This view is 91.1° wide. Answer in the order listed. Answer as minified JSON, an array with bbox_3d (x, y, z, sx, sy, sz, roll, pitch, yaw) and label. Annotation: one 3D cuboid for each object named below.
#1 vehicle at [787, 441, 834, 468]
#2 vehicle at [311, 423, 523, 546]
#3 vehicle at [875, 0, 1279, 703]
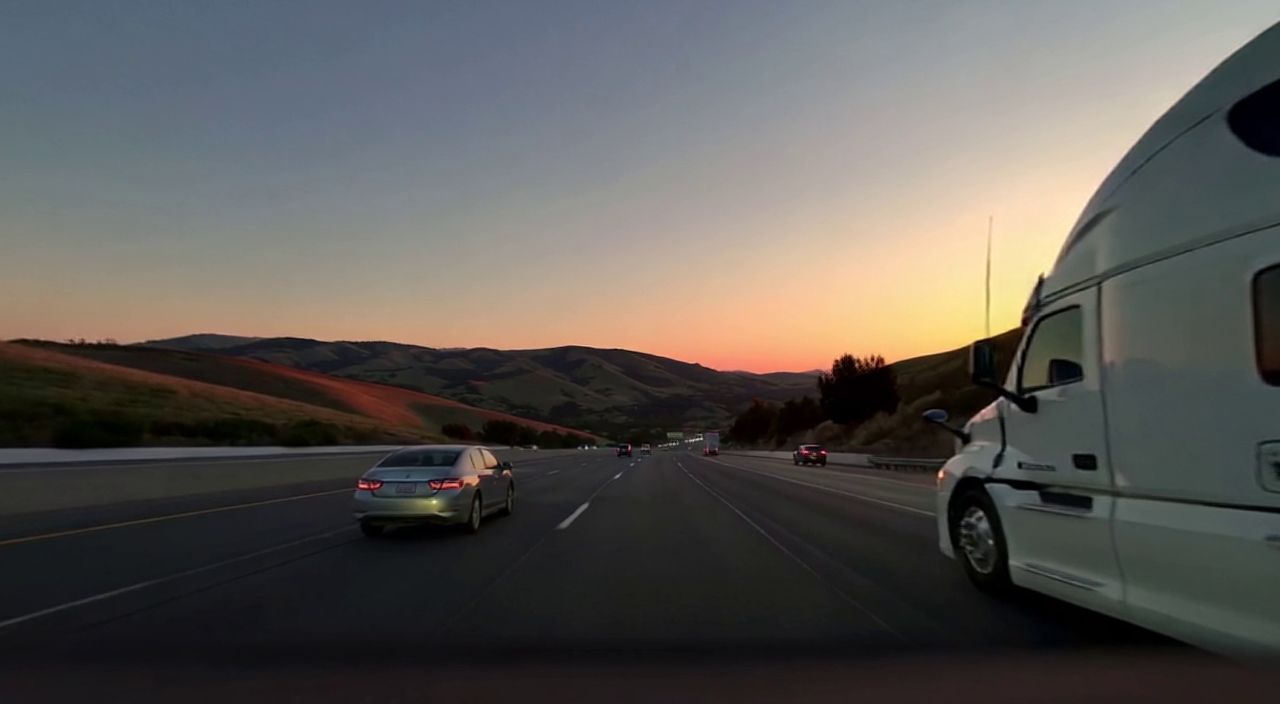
[{"bbox_3d":[12.025,7.234,44.498,2.062,1.736,4.589,0,-9,0],"label":"vehicle"},{"bbox_3d":[-3.337,2.053,10.342,1.967,1.615,3.886,0,-9,1],"label":"vehicle"},{"bbox_3d":[4.056,-0.136,2.302,3.277,3.871,7.882,0,-9,0],"label":"vehicle"}]
